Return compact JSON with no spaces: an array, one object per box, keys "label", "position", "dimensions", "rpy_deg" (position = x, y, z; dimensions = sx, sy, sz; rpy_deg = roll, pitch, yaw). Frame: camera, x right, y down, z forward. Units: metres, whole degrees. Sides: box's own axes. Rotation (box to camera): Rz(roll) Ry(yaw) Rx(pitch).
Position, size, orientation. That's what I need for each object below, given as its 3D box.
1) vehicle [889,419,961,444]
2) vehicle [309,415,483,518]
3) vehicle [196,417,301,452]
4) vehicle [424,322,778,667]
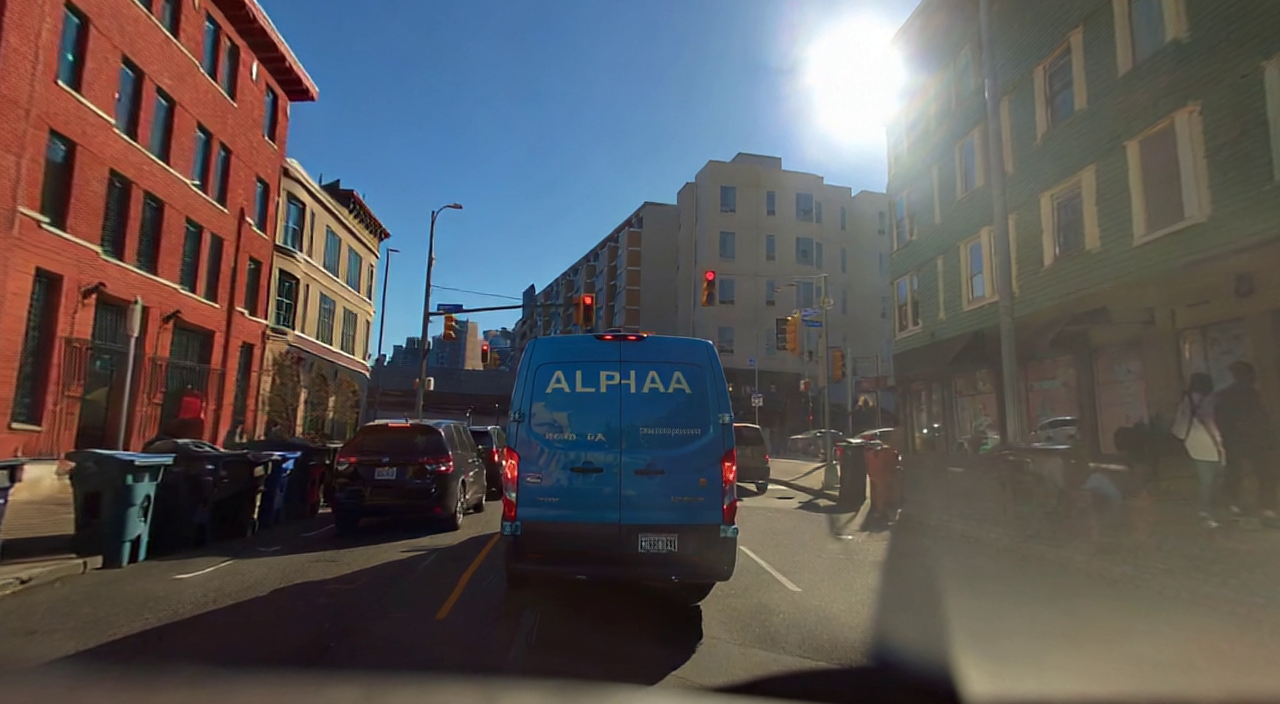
[{"label":"vehicle","position":[16.107,4.503,35.652],"dimensions":[3.381,1.391,1.529],"rpy_deg":[1,-8,-10]},{"label":"vehicle","position":[-3.956,1.889,10.863],"dimensions":[1.841,1.461,3.426],"rpy_deg":[1,-8,-5]},{"label":"vehicle","position":[-18.293,3.864,29.566],"dimensions":[3.713,1.571,1.751],"rpy_deg":[1,-8,-11]},{"label":"vehicle","position":[-0.321,1.061,5.712],"dimensions":[1.951,1.907,4.266],"rpy_deg":[0,-8,-3]}]
